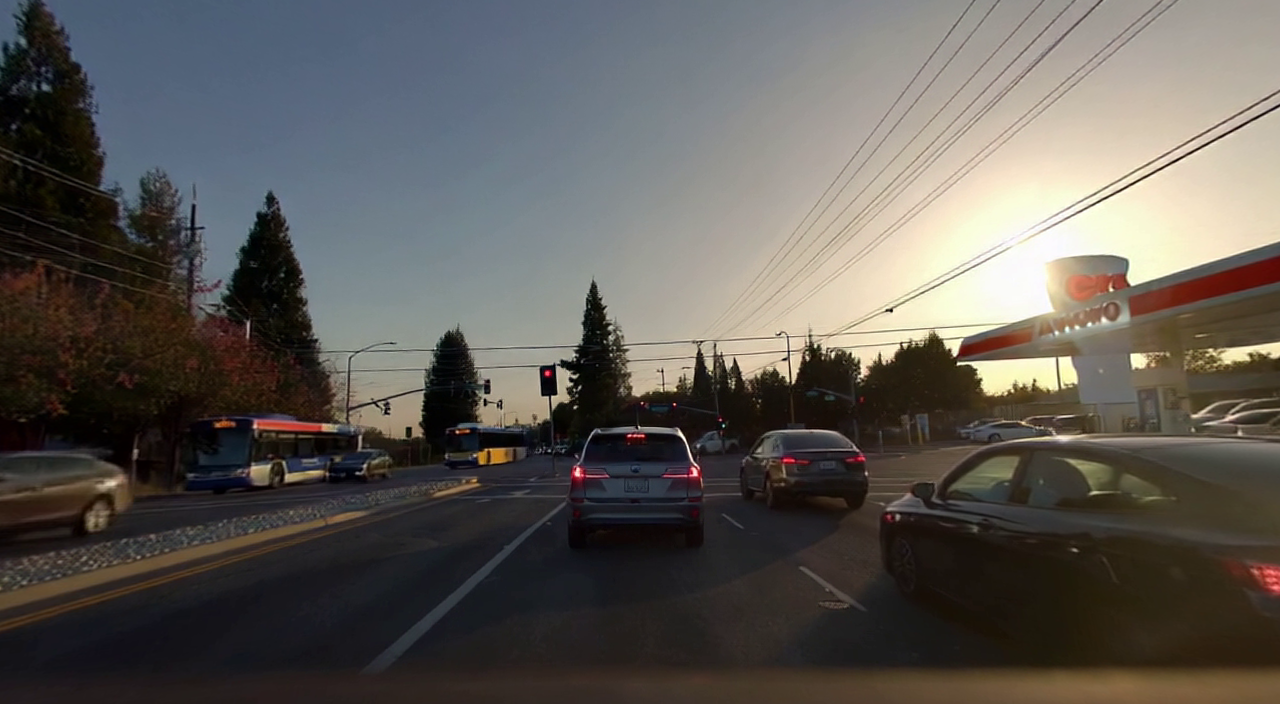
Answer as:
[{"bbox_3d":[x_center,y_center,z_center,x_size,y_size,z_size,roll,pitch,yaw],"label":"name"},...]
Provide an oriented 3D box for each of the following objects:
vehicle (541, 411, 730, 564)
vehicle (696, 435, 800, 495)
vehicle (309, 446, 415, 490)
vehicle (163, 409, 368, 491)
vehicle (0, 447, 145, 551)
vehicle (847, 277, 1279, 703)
[{"bbox_3d":[-0.104,1.805,9.118,2.087,1.677,4.053,0,-9,-2],"label":"vehicle"},{"bbox_3d":[2.892,3.165,18.033,2.040,1.481,4.407,0,-9,-2],"label":"vehicle"},{"bbox_3d":[-10.499,4.376,24.283,1.976,1.483,4.630,0,-9,0],"label":"vehicle"},{"bbox_3d":[-18.727,5.124,33.376,3.010,3.475,12.655,0,-9,1],"label":"vehicle"},{"bbox_3d":[-10.295,2.174,9.416,2.030,1.498,4.690,0,-9,0],"label":"vehicle"},{"bbox_3d":[3.088,0.958,3.988,2.049,1.813,4.245,0,-9,-1],"label":"vehicle"}]
